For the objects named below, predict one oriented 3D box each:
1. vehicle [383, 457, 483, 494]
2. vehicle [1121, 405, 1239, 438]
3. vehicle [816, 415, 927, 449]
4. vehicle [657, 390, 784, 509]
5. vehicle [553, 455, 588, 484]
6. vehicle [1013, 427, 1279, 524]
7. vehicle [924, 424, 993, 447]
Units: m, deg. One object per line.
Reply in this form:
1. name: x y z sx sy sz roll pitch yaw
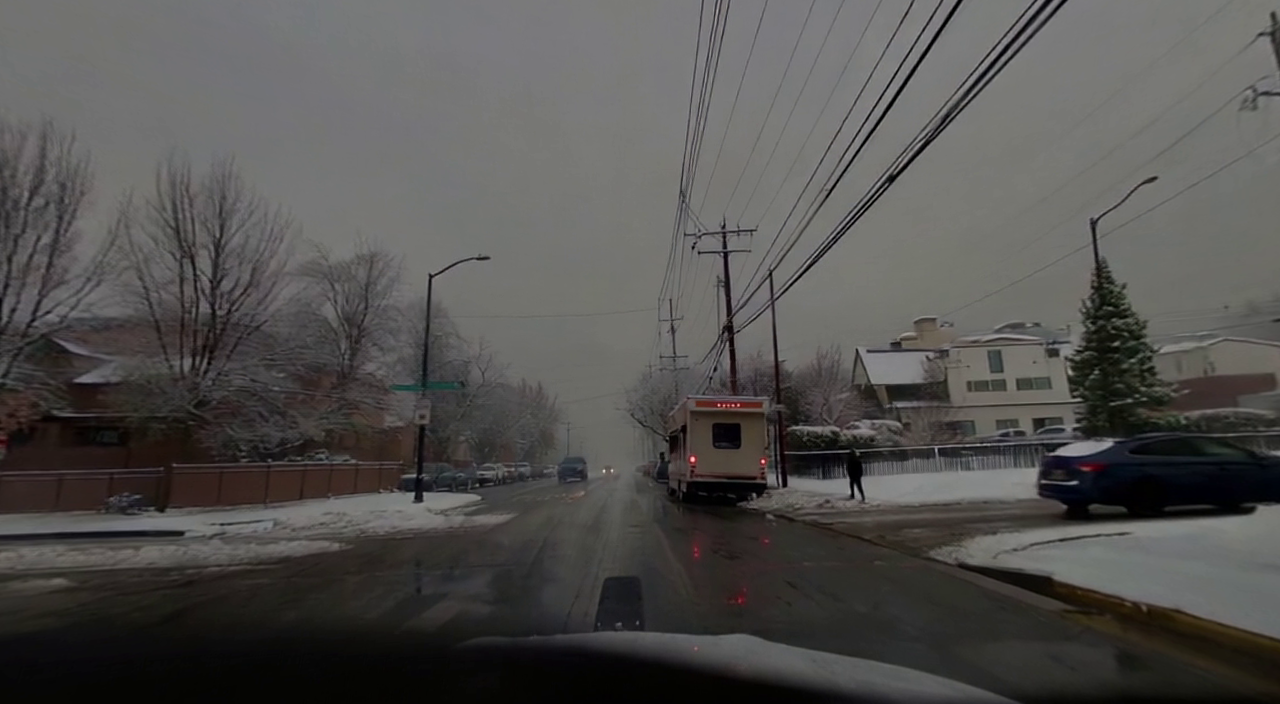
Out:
1. vehicle: -11.504 6.814 35.179 5.093 1.855 2.338 3 -9 -21
2. vehicle: 27.843 3.617 32.679 4.413 1.608 1.858 0 -8 -2
3. vehicle: 10.589 3.701 29.065 4.396 1.459 1.749 0 -8 -3
4. vehicle: 2.374 3.310 21.776 2.886 3.321 7.809 0 -8 -3
5. vehicle: -4.577 7.853 42.429 1.952 1.708 4.096 0 -8 -1
6. vehicle: 9.779 2.167 11.461 4.857 1.525 1.976 0 -8 -6
7. vehicle: 21.868 5.775 43.466 3.761 1.538 1.743 0 -8 -1
